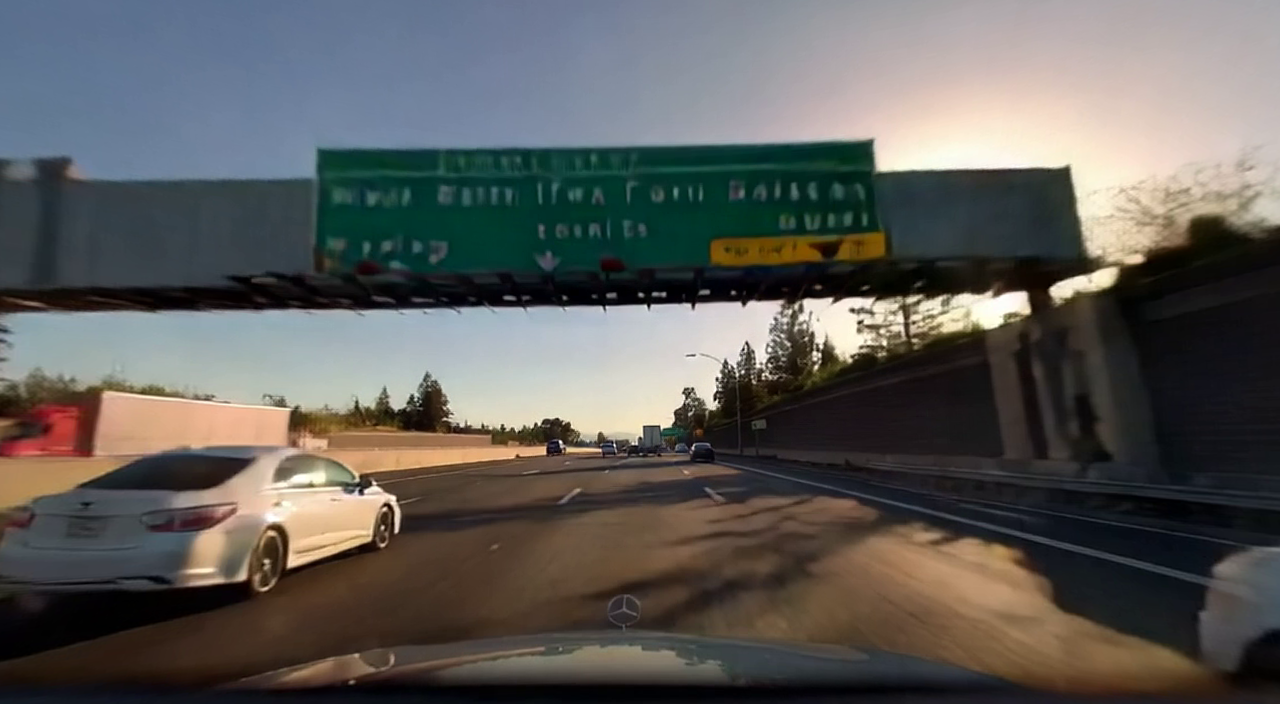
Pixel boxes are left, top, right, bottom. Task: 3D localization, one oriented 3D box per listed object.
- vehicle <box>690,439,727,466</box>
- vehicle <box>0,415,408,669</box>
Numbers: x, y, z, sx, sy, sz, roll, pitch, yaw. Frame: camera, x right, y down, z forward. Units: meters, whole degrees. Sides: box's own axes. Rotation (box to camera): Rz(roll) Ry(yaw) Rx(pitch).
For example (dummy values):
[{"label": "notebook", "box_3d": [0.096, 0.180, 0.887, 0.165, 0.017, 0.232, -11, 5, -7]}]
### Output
[{"label": "vehicle", "box_3d": [4.474, 6.631, 41.435, 2.046, 1.655, 4.143, 0, -8, 1]}, {"label": "vehicle", "box_3d": [-3.956, 1.425, 5.827, 1.947, 1.479, 4.114, 0, -8, 1]}]
